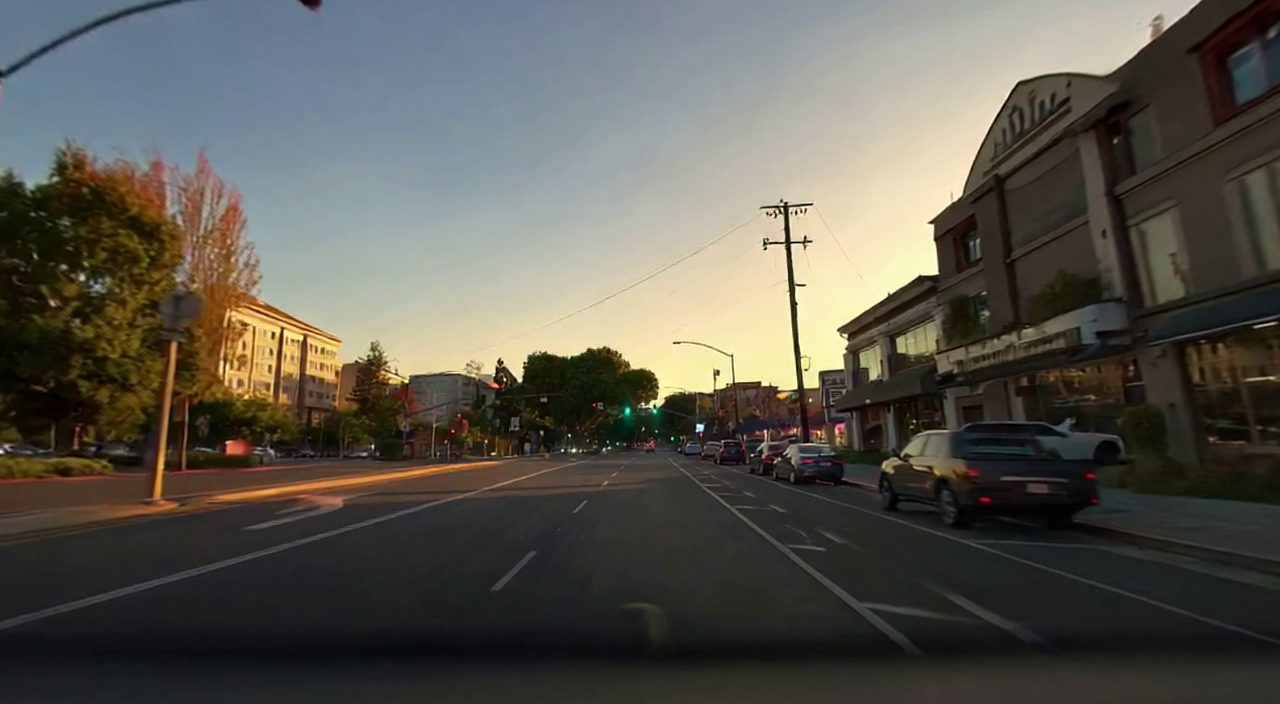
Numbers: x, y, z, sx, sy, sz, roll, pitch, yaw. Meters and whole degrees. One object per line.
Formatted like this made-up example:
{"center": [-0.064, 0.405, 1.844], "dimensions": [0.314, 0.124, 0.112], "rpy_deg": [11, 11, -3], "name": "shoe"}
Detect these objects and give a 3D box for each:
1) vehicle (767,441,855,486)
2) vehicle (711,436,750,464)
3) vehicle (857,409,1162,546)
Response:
{"center": [6.121, 4.041, 23.202], "dimensions": [1.855, 1.463, 4.729], "rpy_deg": [0, -9, -1], "name": "vehicle"}
{"center": [6.246, 6.806, 43.876], "dimensions": [1.931, 1.814, 4.870], "rpy_deg": [0, -9, 0], "name": "vehicle"}
{"center": [5.982, 2.130, 11.372], "dimensions": [2.218, 1.842, 5.475], "rpy_deg": [0, -9, 1], "name": "vehicle"}
